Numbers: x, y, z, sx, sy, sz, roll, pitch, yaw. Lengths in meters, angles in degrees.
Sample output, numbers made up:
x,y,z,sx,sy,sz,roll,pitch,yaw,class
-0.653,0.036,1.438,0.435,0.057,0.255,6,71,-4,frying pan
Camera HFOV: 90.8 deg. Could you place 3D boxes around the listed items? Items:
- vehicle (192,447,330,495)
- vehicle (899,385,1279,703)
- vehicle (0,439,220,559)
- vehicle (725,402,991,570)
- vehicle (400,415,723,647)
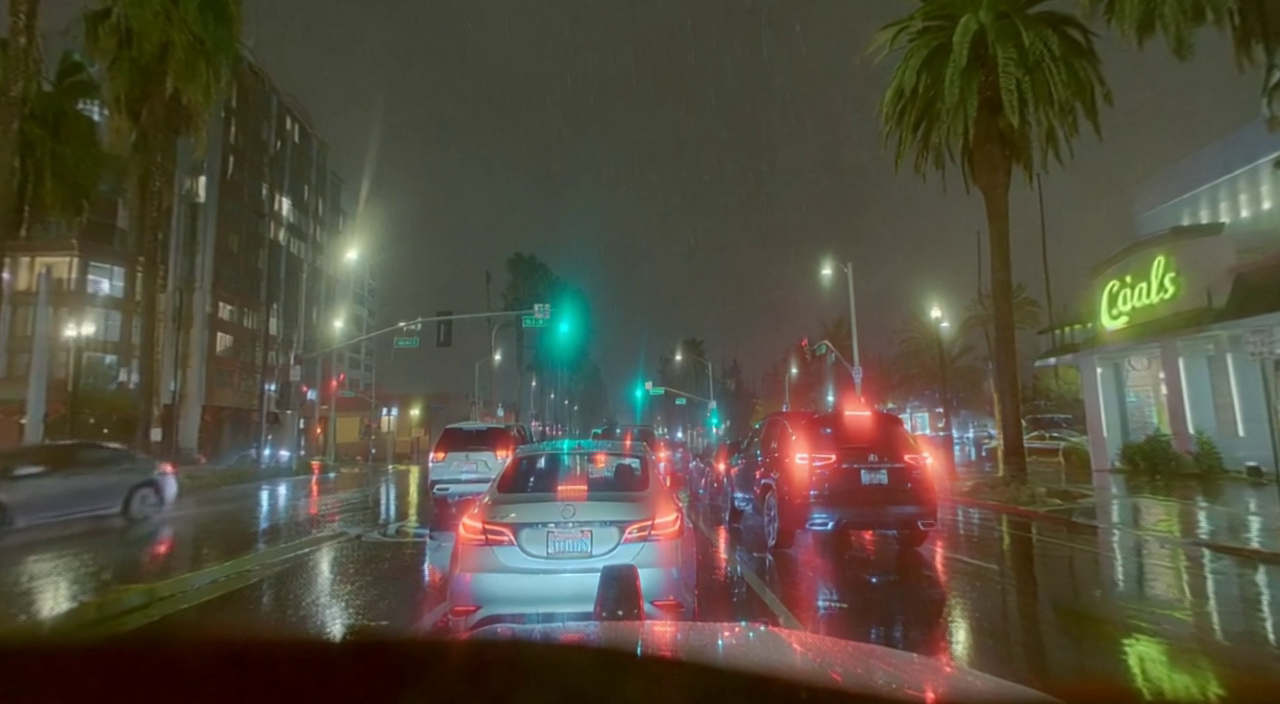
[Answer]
x,y,z,sx,sy,sz,roll,pitch,yaw,class
-12.861,4.024,21.870,1.856,1.455,4.700,0,-9,1,vehicle
2.616,0.808,1.462,2.085,1.469,4.458,0,-9,-1,vehicle
-8.827,2.077,9.549,1.949,1.442,4.502,0,-9,-2,vehicle
2.645,1.768,9.059,2.096,1.775,4.440,0,-9,-2,vehicle
-0.517,1.475,6.225,2.096,1.492,4.071,0,-9,0,vehicle
